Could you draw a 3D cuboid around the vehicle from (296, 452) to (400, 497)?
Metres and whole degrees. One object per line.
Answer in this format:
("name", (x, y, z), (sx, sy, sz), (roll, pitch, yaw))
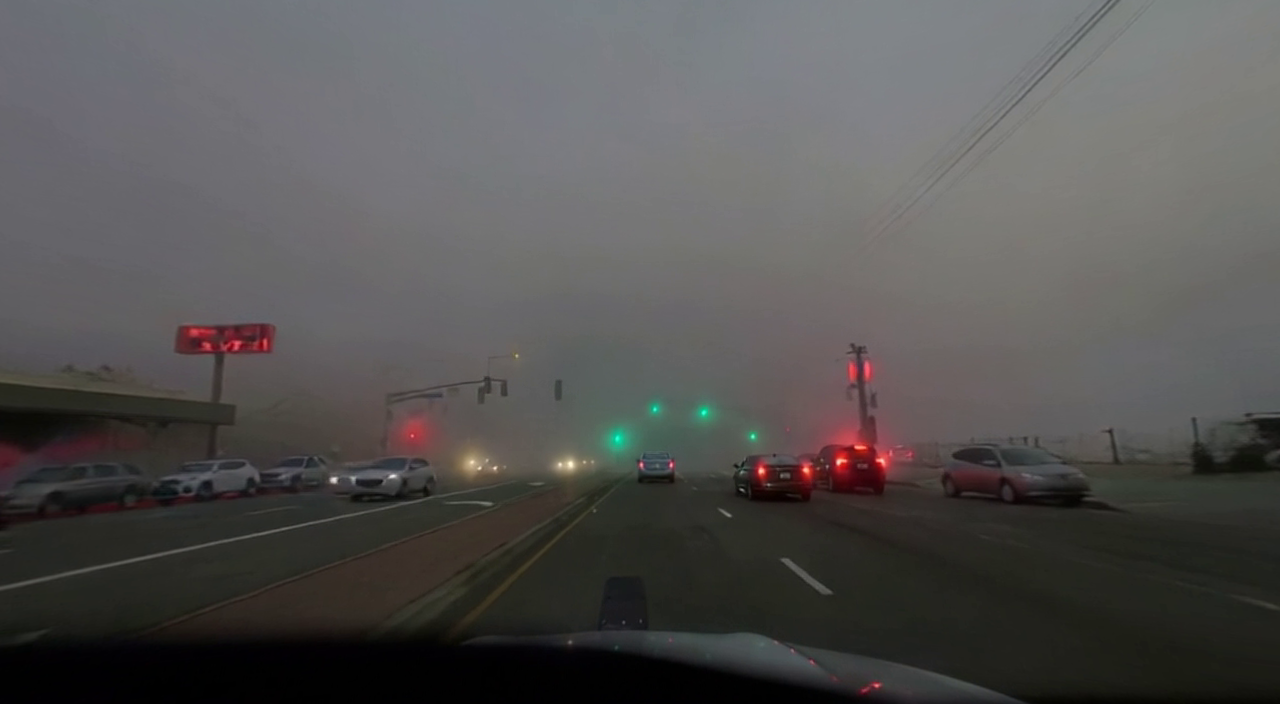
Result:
("vehicle", (-12.188, 5.099, 26.702), (2.183, 1.674, 4.481), (0, -8, 1))

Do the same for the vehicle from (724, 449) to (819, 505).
("vehicle", (3.882, 3.753, 19.466), (1.963, 1.484, 4.609), (0, -8, 0))

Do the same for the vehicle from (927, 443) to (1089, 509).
("vehicle", (10.860, 3.690, 19.154), (2.106, 1.712, 4.769), (0, -10, 1))

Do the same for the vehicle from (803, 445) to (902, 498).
("vehicle", (7.550, 4.251, 22.934), (2.040, 1.738, 4.414), (0, -8, 0))

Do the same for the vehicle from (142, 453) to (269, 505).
("vehicle", (-18.507, 5.383, 27.235), (2.013, 1.823, 4.960), (0, -7, -1))

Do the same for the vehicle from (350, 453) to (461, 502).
("vehicle", (-8.179, 4.387, 22.521), (2.078, 1.465, 4.632), (0, -8, 1))

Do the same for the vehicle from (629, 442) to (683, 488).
("vehicle", (0.680, 5.002, 28.313), (2.210, 1.861, 4.280), (0, -8, 1))
